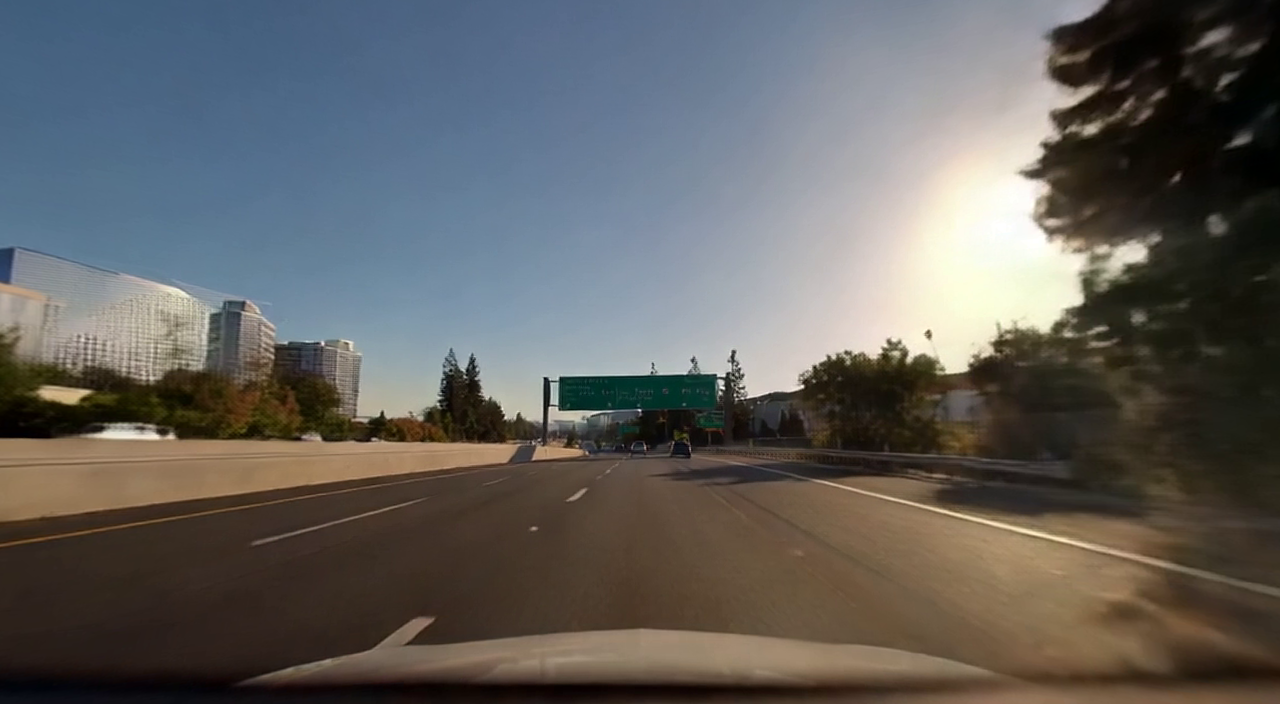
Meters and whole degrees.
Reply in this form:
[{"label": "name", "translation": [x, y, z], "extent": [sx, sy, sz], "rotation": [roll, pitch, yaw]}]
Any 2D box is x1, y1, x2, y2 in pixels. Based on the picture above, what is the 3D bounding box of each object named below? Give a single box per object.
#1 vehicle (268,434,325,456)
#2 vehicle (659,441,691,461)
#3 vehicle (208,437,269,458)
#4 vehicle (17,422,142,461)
[{"label": "vehicle", "translation": [-26.070, 7.060, 48.036], "extent": [1.843, 1.595, 4.423], "rotation": [0, -8, -1]}, {"label": "vehicle", "translation": [2.637, 7.585, 48.425], "extent": [2.036, 1.486, 4.375], "rotation": [0, -8, -2]}, {"label": "vehicle", "translation": [-29.956, 7.145, 47.202], "extent": [1.765, 1.501, 4.267], "rotation": [0, -8, 0]}, {"label": "vehicle", "translation": [-26.151, 4.211, 29.636], "extent": [1.943, 1.713, 4.243], "rotation": [0, -8, 0]}]
